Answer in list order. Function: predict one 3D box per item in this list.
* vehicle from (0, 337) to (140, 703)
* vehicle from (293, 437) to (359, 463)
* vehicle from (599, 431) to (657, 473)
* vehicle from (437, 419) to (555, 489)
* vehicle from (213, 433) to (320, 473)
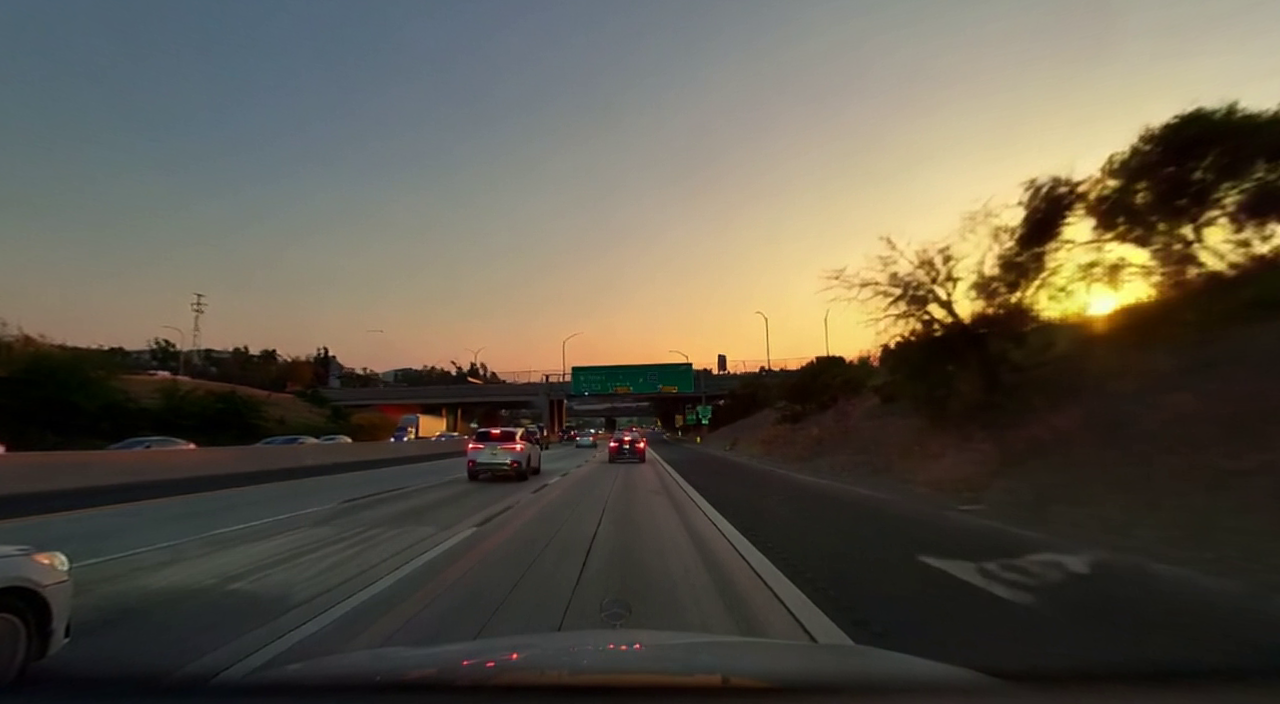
[{"bbox_3d":[-3.788,0.600,1.207,2.107,1.703,4.274,0,-8,0],"label":"vehicle"},{"bbox_3d":[-19.721,6.166,39.731,1.851,1.499,4.500,0,-8,0],"label":"vehicle"},{"bbox_3d":[-0.444,3.841,24.441,2.070,1.452,3.834,0,-8,0],"label":"vehicle"},{"bbox_3d":[-3.839,2.813,17.717,2.154,1.690,4.595,0,-8,1],"label":"vehicle"},{"bbox_3d":[-15.512,4.201,26.392,1.982,1.516,4.137,0,-8,0],"label":"vehicle"}]
